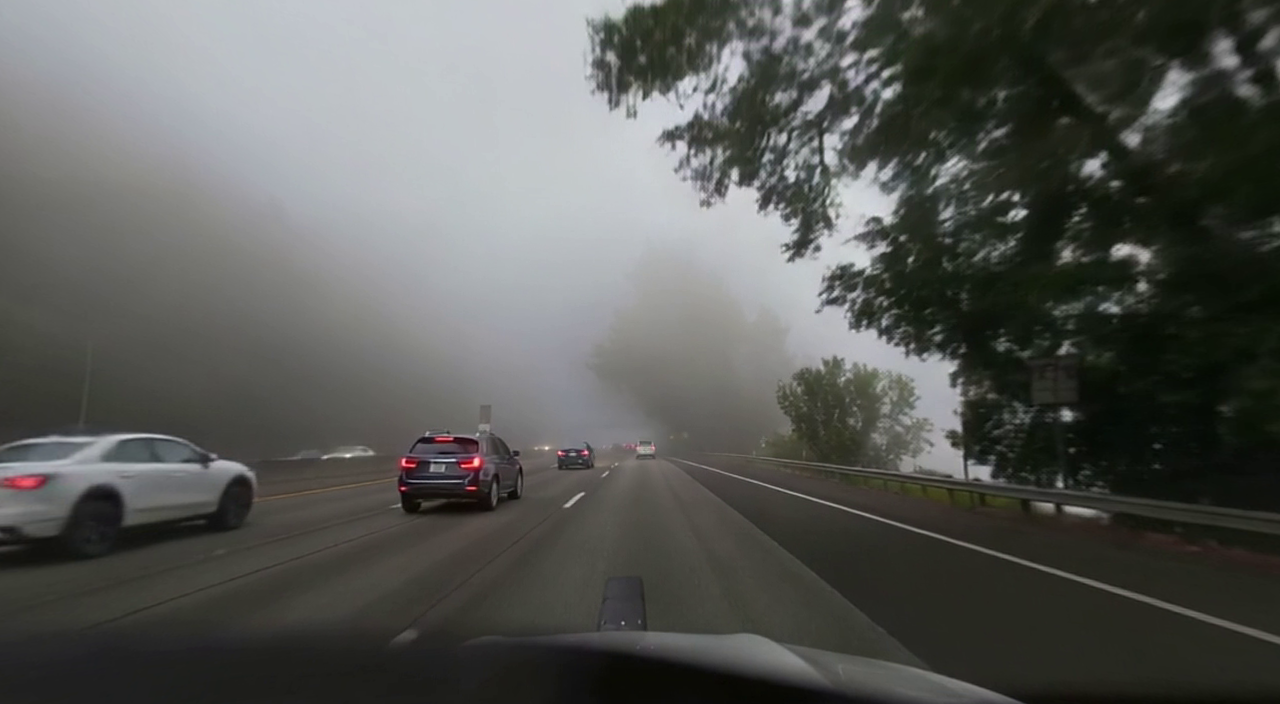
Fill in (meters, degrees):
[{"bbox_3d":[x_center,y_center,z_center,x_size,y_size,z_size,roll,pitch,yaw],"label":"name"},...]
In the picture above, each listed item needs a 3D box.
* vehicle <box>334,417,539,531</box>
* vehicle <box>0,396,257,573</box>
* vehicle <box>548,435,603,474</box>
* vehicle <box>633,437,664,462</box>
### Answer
[{"bbox_3d":[-3.425,2.181,11.904,2.040,1.672,5.122,0,-8,2],"label":"vehicle"},{"bbox_3d":[-7.314,1.493,7.463,2.134,1.715,5.231,0,-8,1],"label":"vehicle"},{"bbox_3d":[-3.007,4.864,30.027,2.056,1.679,4.204,0,-8,2],"label":"vehicle"},{"bbox_3d":[0.620,7.347,47.354,2.285,1.797,4.478,0,-8,0],"label":"vehicle"}]
